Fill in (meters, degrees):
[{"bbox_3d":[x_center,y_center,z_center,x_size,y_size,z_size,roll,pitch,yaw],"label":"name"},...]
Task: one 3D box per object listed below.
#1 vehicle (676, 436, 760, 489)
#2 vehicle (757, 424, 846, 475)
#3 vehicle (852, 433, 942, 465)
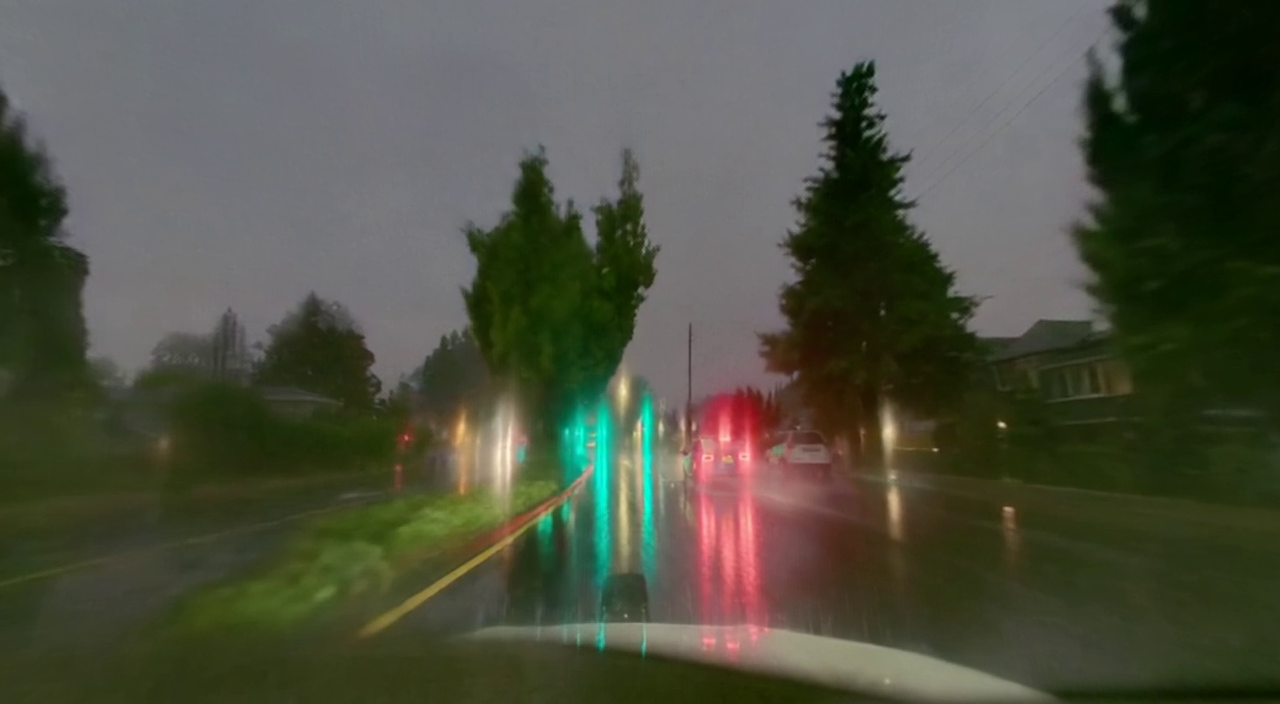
[{"bbox_3d":[2.341,3.453,19.976,1.960,1.479,4.086,0,-9,-2],"label":"vehicle"},{"bbox_3d":[6.565,4.048,26.241,2.065,1.861,4.704,0,-9,-5],"label":"vehicle"},{"bbox_3d":[12.555,4.777,30.961,3.635,1.482,1.879,-2,-9,6],"label":"vehicle"}]
